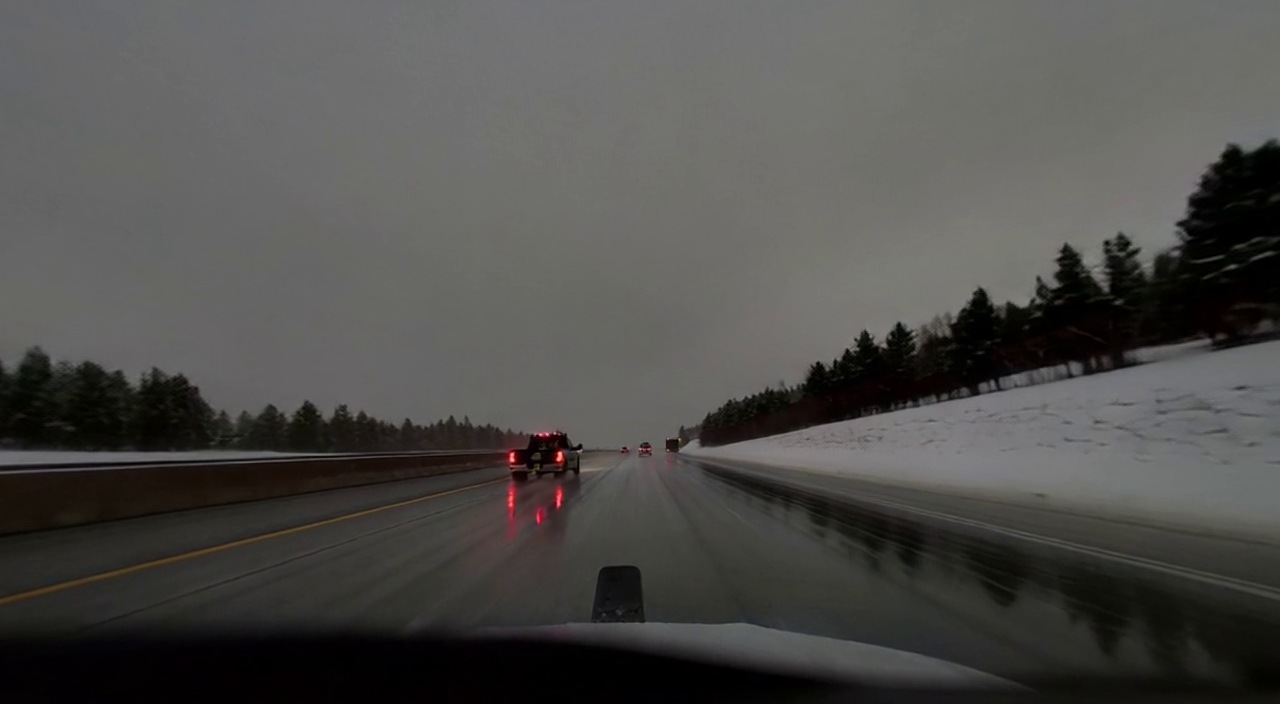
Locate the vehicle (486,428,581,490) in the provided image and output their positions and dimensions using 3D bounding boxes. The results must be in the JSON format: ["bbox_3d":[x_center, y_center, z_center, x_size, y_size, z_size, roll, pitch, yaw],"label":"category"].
[{"bbox_3d":[-3.598,3.783,22.617,2.379,1.918,5.504,0,-9,1],"label":"vehicle"}]
